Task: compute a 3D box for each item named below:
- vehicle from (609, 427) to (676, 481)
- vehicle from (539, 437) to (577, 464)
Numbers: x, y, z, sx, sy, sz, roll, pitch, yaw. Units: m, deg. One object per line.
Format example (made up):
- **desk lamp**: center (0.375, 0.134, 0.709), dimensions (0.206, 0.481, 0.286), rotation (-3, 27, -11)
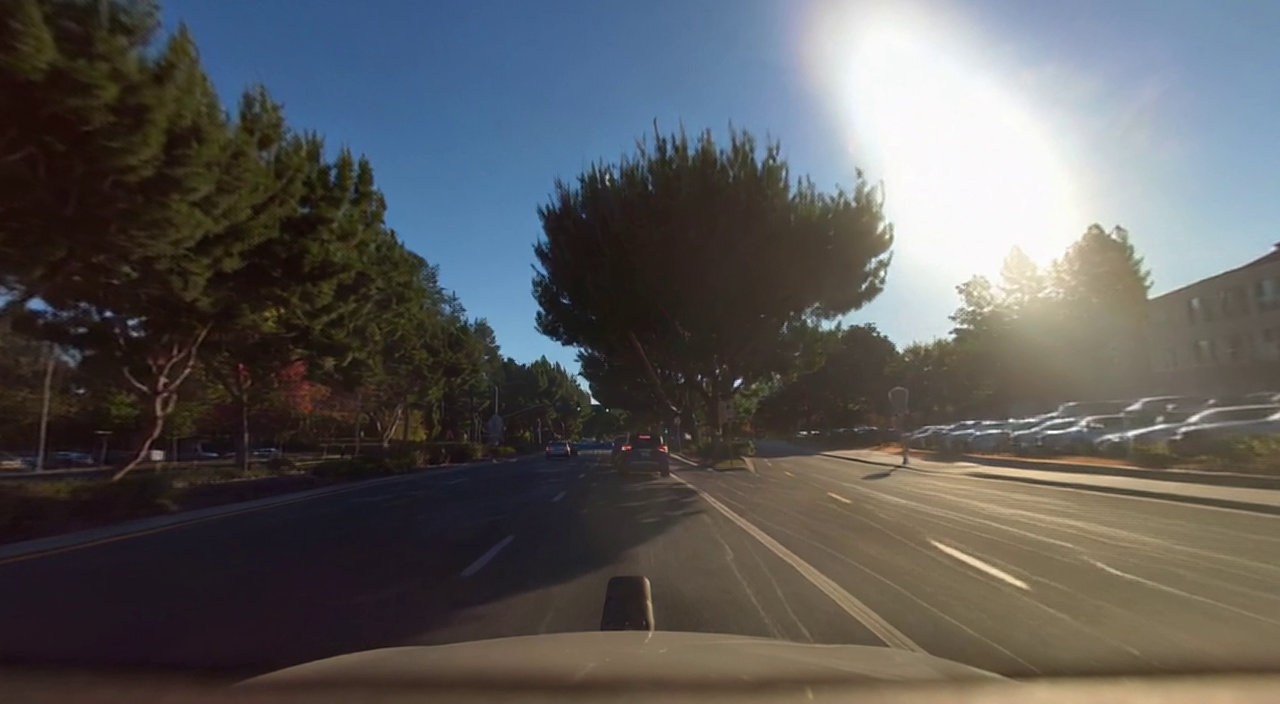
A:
- **vehicle**: center (0.024, 3.518, 21.995), dimensions (2.135, 1.691, 3.884), rotation (0, -8, -2)
- **vehicle**: center (-5.043, 6.117, 39.251), dimensions (1.950, 1.563, 3.727), rotation (0, -8, -2)
